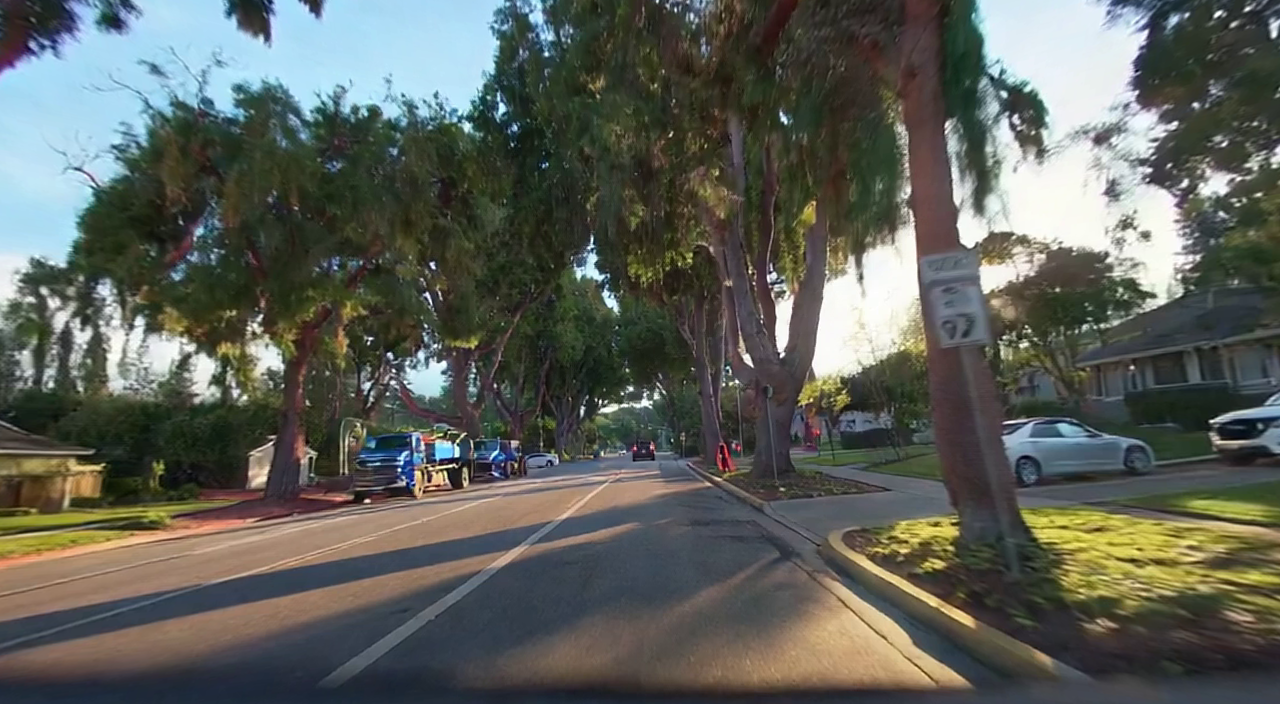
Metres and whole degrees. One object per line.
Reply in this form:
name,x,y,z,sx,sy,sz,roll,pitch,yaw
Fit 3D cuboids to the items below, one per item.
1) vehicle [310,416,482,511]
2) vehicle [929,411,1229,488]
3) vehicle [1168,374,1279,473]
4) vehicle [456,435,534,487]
vehicle,-9.185,4.349,25.481,2.970,3.068,9.784,0,-8,0
vehicle,8.807,2.024,13.078,4.623,1.420,1.996,-1,-8,5
vehicle,14.415,1.293,12.902,4.995,1.818,2.319,-4,-6,1
vehicle,-8.773,6.631,39.031,2.816,2.723,7.506,-4,-8,1
